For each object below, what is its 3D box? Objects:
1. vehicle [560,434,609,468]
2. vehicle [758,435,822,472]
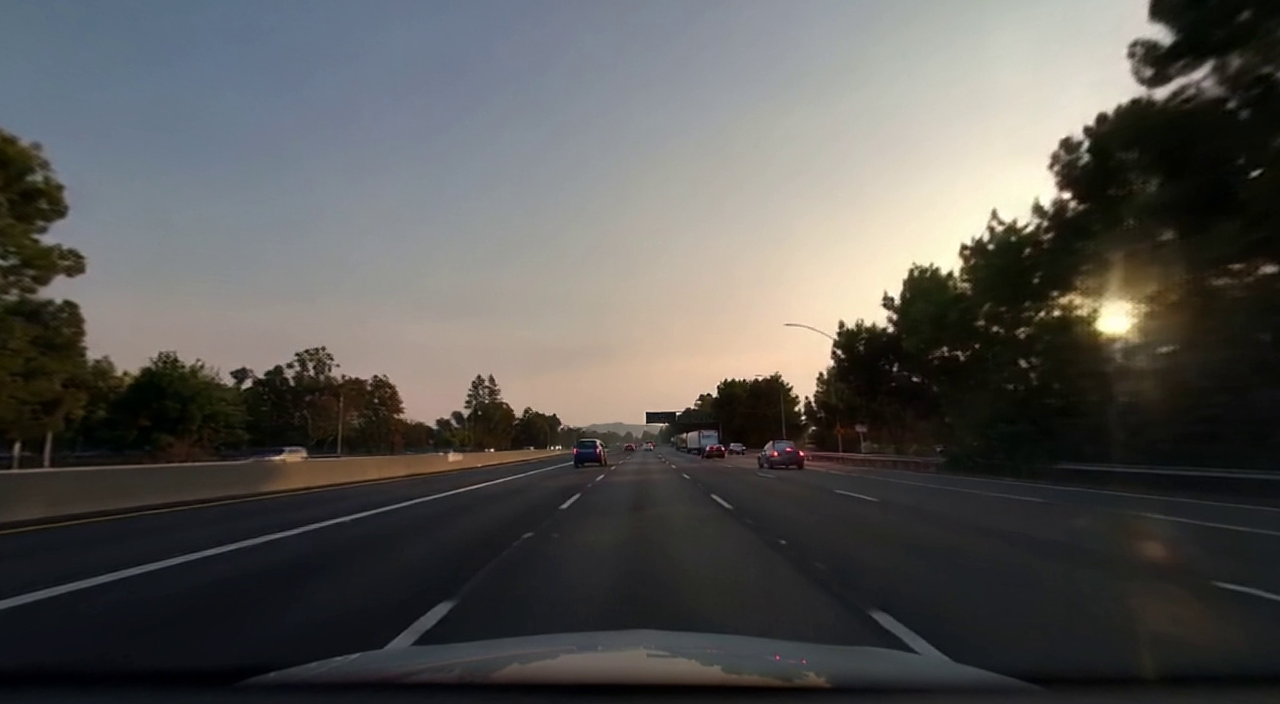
[{"bbox_3d":[-3.291,6.051,38.715,2.453,1.952,5.320,0,-8,1],"label":"vehicle"},{"bbox_3d":[7.391,5.053,31.433,2.063,1.706,4.259,0,-8,-1],"label":"vehicle"}]
